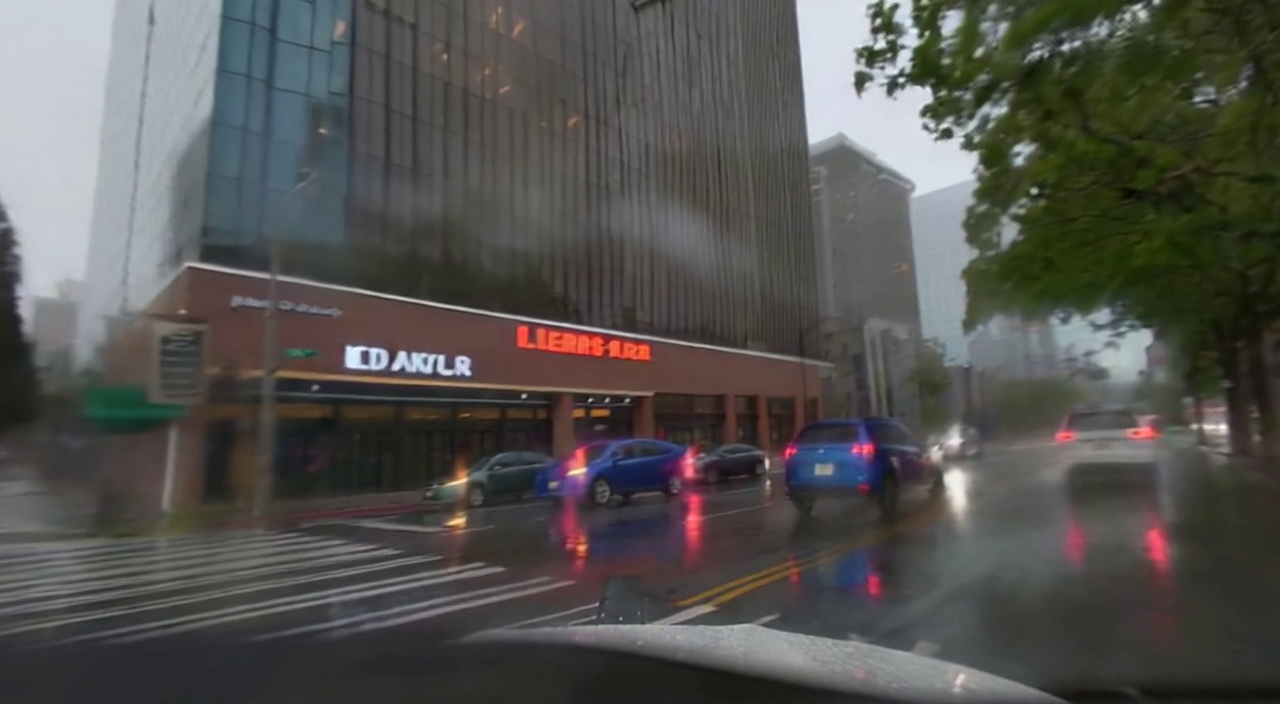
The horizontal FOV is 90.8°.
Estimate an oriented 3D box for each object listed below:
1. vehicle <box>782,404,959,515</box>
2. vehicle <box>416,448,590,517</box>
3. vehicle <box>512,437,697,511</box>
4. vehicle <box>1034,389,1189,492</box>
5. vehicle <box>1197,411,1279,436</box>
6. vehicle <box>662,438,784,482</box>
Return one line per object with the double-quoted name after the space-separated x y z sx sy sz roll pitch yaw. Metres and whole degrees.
4.543 2.005 12.078 2.023 1.702 4.152 -6 -10 35 "vehicle"
-3.440 3.278 16.474 1.989 1.508 4.021 -7 -11 39 "vehicle"
-0.694 2.836 15.244 1.857 1.507 4.504 -7 -11 39 "vehicle"
10.994 2.060 14.707 2.352 1.953 4.796 -7 -11 38 "vehicle"
38.332 4.524 39.731 4.426 1.490 1.862 -4 -9 23 "vehicle"
3.364 4.142 24.674 2.103 1.514 5.374 -8 -11 40 "vehicle"
